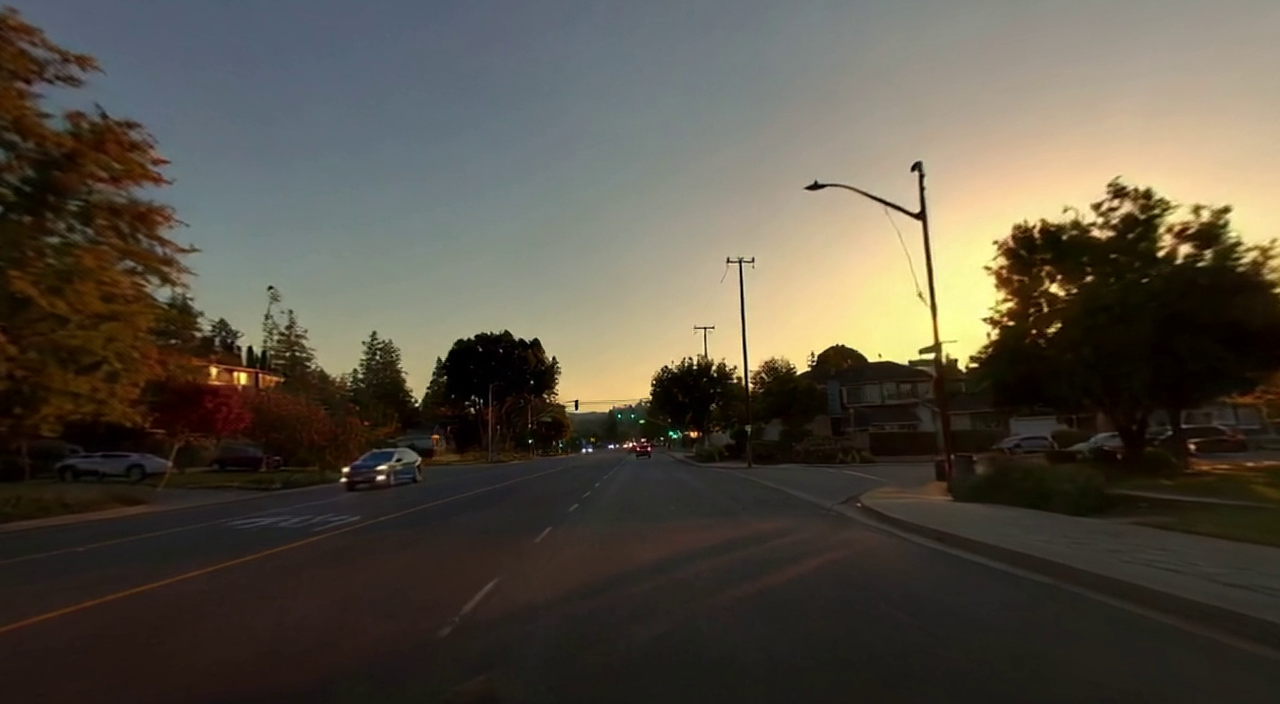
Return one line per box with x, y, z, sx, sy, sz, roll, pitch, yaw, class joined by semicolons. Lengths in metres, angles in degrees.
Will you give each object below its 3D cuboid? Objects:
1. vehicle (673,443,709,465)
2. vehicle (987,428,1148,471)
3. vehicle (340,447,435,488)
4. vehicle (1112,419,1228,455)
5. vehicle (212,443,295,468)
3.586;7.287;45.242;2.010;1.504;4.835;0;-8;-2;vehicle
15.504;3.551;23.085;4.590;1.454;1.851;0;-8;-3;vehicle
-10.384;4.751;26.420;2.022;1.536;4.629;0;-8;1;vehicle
26.704;4.332;31.927;3.893;1.661;2.008;0;-12;0;vehicle
-29.135;7.795;47.745;4.794;1.829;2.102;0;-8;-1;vehicle
